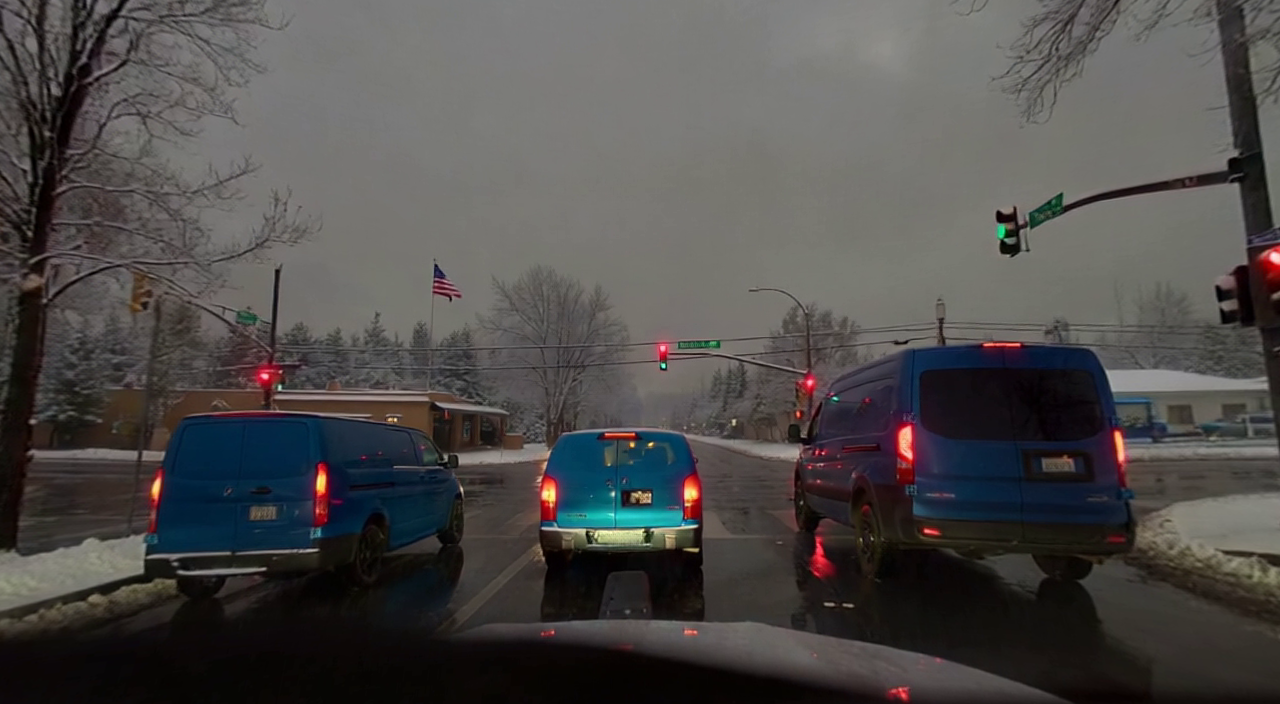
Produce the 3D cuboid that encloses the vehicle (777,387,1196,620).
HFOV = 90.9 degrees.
[{"bbox_3d":[3.086,1.468,7.019,2.178,1.746,4.400,0,-9,1],"label":"vehicle"}]

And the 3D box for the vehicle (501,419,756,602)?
[{"bbox_3d":[-0.146,1.616,7.325,2.098,1.494,4.118,0,-9,-1],"label":"vehicle"}]

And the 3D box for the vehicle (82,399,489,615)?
[{"bbox_3d":[-3.304,1.520,7.037,2.024,1.677,3.998,-1,-9,3],"label":"vehicle"}]
